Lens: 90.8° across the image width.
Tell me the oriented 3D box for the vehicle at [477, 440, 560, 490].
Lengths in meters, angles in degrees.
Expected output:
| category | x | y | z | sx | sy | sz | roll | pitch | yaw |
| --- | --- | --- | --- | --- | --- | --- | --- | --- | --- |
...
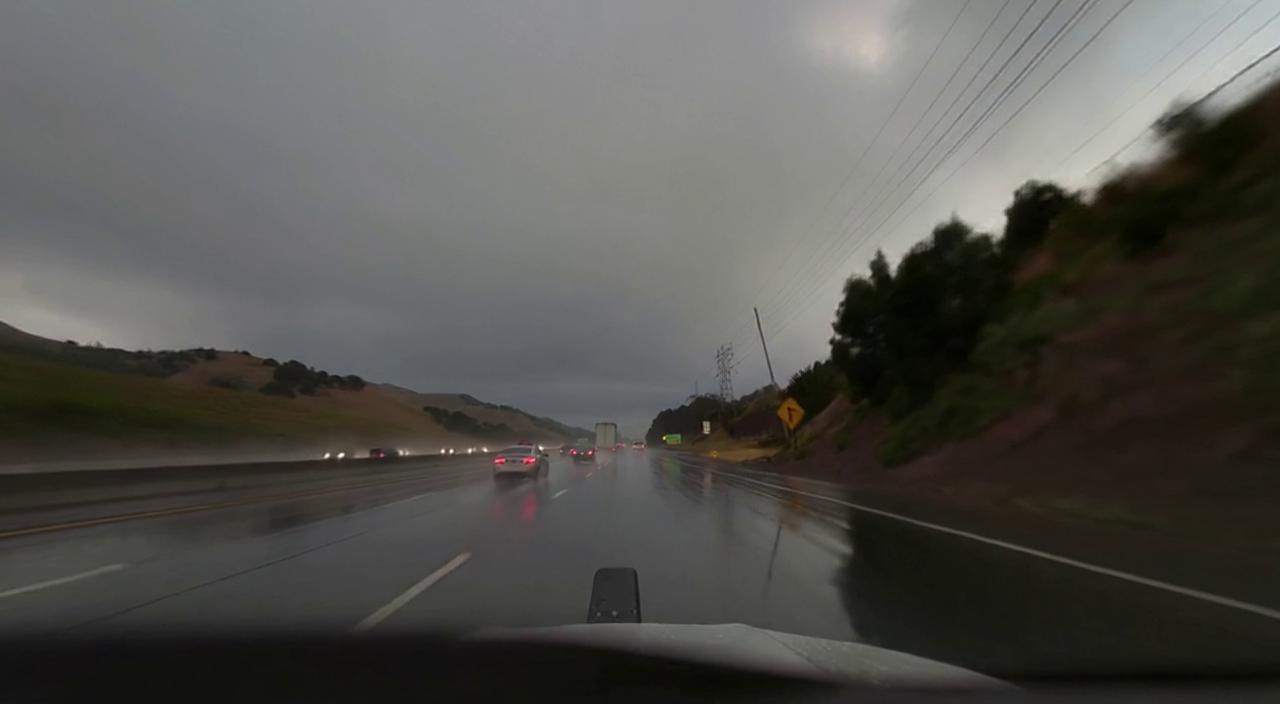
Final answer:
| category | x | y | z | sx | sy | sz | roll | pitch | yaw |
| --- | --- | --- | --- | --- | --- | --- | --- | --- | --- |
| vehicle | -4.053 | 3.854 | 21.879 | 1.963 | 1.533 | 4.477 | 0 | -9 | 0 |
